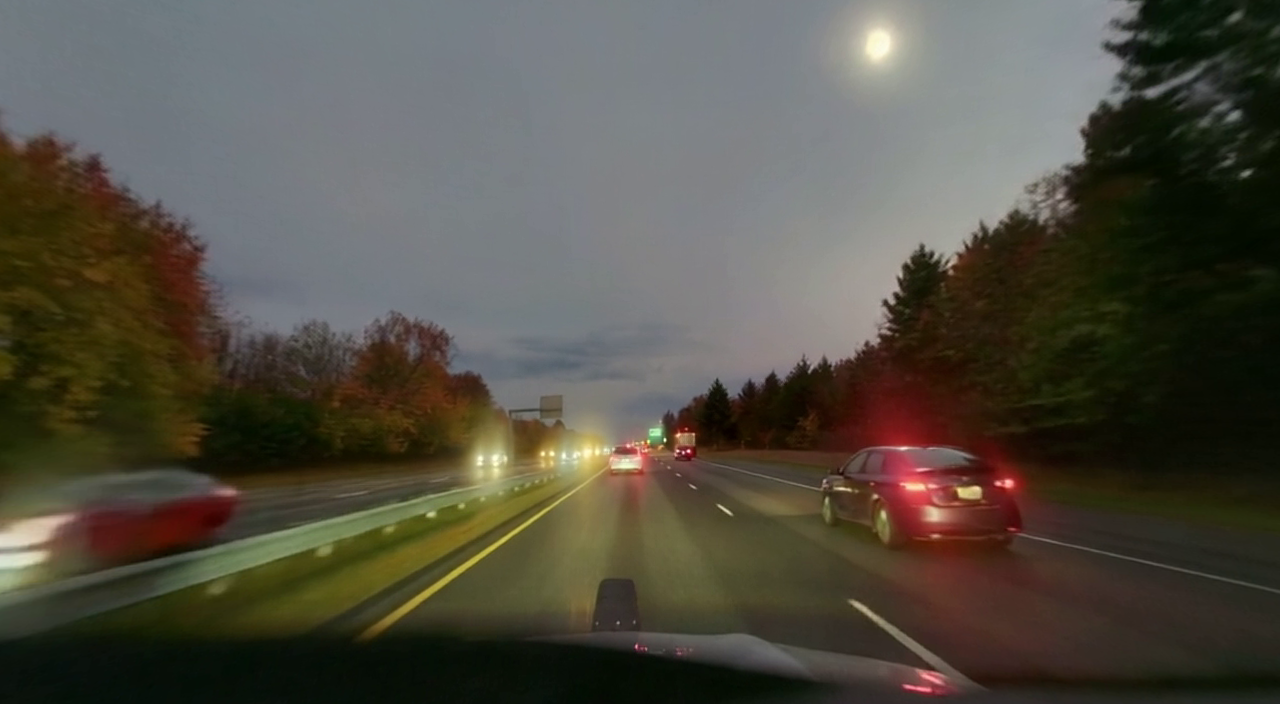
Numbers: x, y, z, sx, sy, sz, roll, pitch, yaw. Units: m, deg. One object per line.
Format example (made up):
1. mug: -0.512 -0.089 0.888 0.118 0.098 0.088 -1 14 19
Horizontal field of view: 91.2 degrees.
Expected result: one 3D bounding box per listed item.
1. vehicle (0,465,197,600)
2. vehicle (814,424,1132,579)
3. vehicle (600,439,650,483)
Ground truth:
1. vehicle: -8.700 2.436 8.859 1.801 1.528 4.211 0 -9 0
2. vehicle: 3.940 1.820 8.479 1.843 1.505 4.339 0 -9 -1
3. vehicle: -0.597 4.579 26.539 1.937 1.699 3.936 0 -9 0
